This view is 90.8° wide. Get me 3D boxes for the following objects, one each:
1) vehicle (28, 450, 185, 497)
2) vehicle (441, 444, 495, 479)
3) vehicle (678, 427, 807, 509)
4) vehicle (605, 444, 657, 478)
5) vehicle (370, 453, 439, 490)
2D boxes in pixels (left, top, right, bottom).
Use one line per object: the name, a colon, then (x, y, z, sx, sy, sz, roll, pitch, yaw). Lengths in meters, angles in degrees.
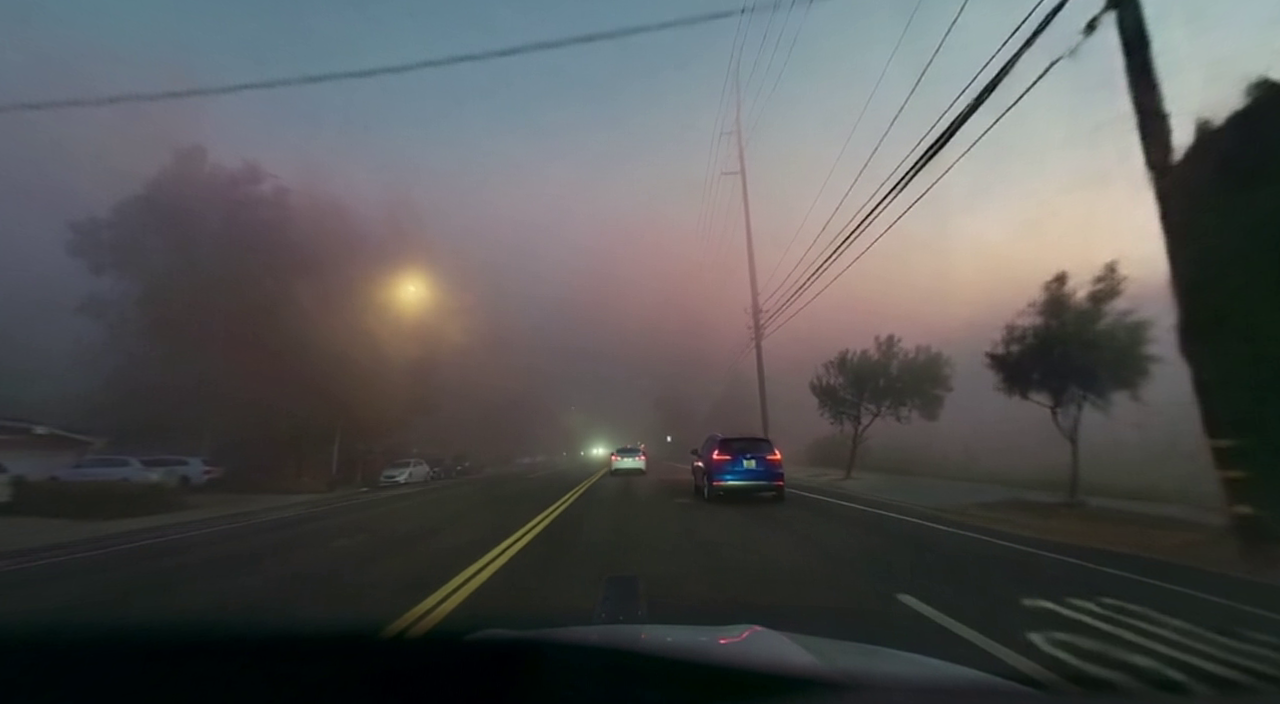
vehicle: (-21.054, 4.776, 25.089, 4.240, 1.717, 2.043, 0, -9, -2)
vehicle: (-12.390, 7.850, 45.786, 2.504, 2.031, 5.237, -8, -8, -4)
vehicle: (2.380, 2.872, 16.150, 2.200, 1.763, 4.676, 1, -8, -4)
vehicle: (-0.413, 4.946, 28.942, 2.196, 1.449, 4.006, 0, -8, -1)
vehicle: (-12.327, 6.245, 33.372, 2.044, 1.534, 4.554, -5, -8, -2)
